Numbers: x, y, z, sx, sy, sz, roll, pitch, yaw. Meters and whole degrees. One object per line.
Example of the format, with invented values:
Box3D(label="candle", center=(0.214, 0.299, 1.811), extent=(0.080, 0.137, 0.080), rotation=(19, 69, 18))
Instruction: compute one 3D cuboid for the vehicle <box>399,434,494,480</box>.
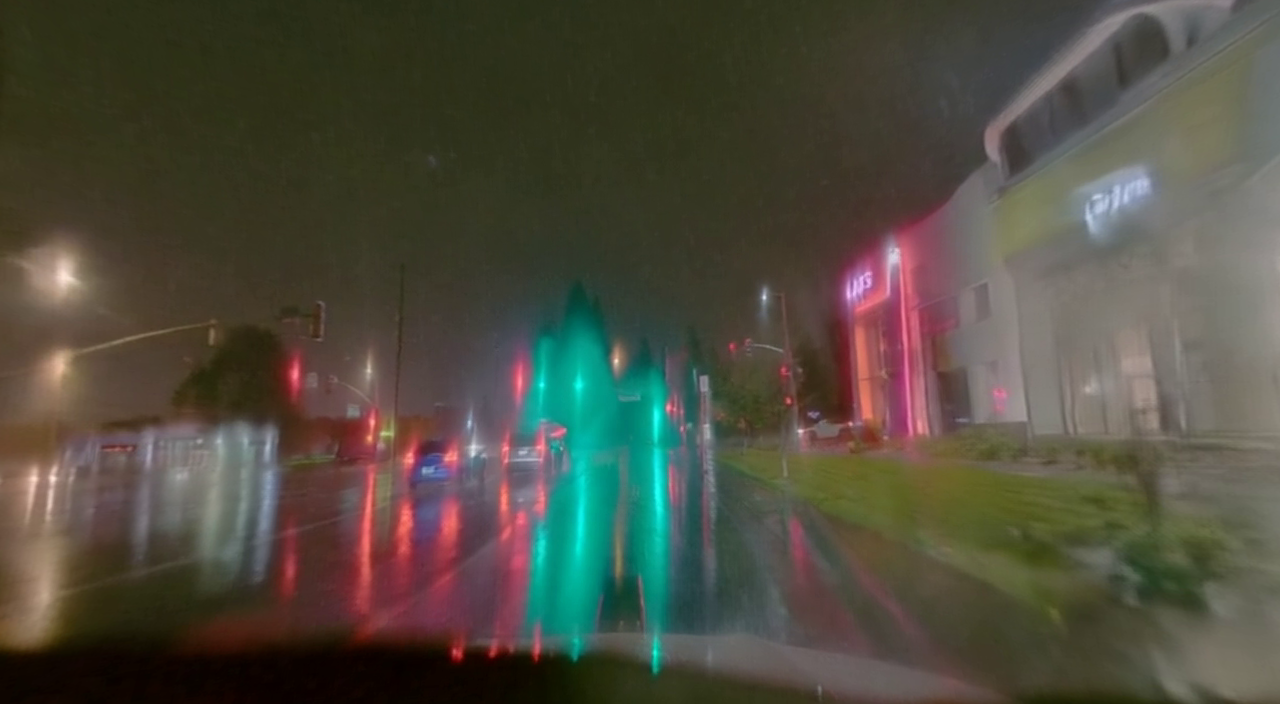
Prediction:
Box3D(label="vehicle", center=(-6.690, 3.665, 22.356), extent=(1.966, 1.439, 4.161), rotation=(-1, -8, 2))

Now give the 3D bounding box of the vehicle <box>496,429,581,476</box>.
Box3D(label="vehicle", center=(-3.366, 3.448, 21.879), extent=(2.054, 1.449, 4.772), rotation=(-1, -8, 1))

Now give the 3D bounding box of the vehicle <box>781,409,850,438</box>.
Box3D(label="vehicle", center=(13.024, 5.361, 47.056), extent=(4.428, 1.501, 1.884), rotation=(-8, -8, -2))
